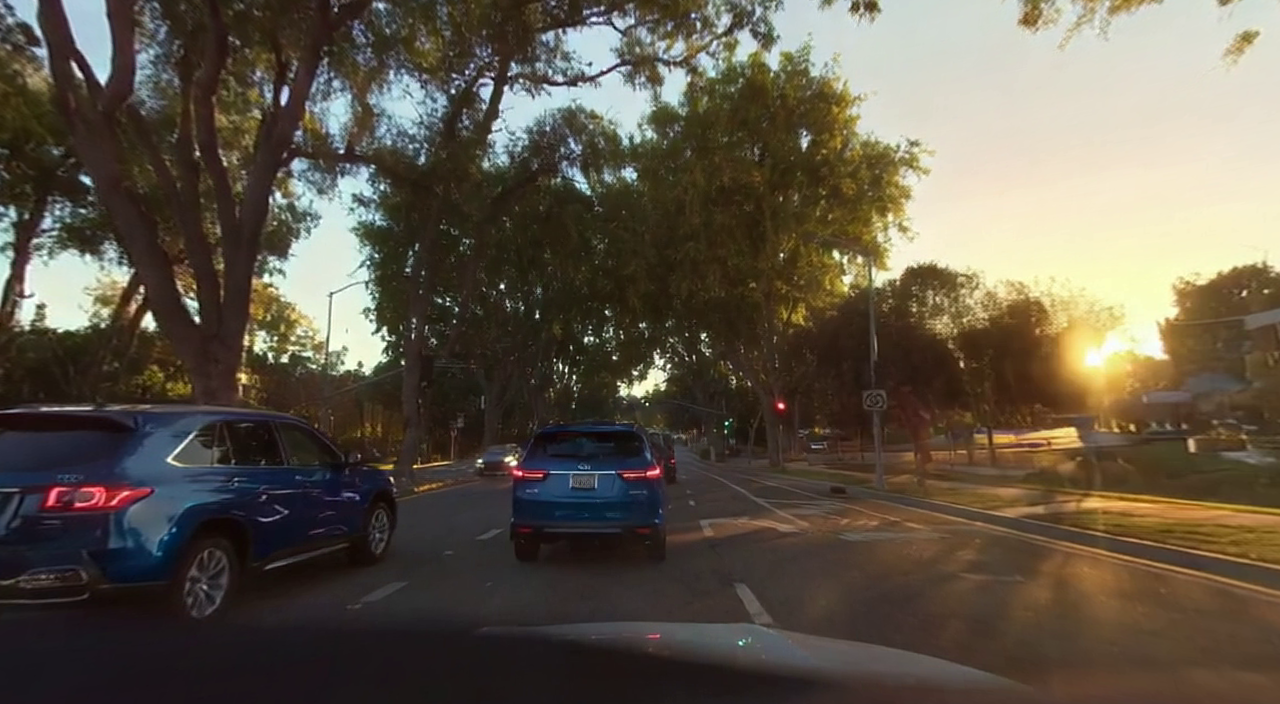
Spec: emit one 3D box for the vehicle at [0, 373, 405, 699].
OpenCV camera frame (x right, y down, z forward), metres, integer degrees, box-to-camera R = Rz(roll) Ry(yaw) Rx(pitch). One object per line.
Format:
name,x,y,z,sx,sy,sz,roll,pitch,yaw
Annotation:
vehicle,-3.987,1.275,5.578,2.009,1.673,4.454,0,-8,1

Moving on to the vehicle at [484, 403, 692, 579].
vehicle,-0.485,1.797,9.076,2.131,1.793,5.016,0,-8,1
